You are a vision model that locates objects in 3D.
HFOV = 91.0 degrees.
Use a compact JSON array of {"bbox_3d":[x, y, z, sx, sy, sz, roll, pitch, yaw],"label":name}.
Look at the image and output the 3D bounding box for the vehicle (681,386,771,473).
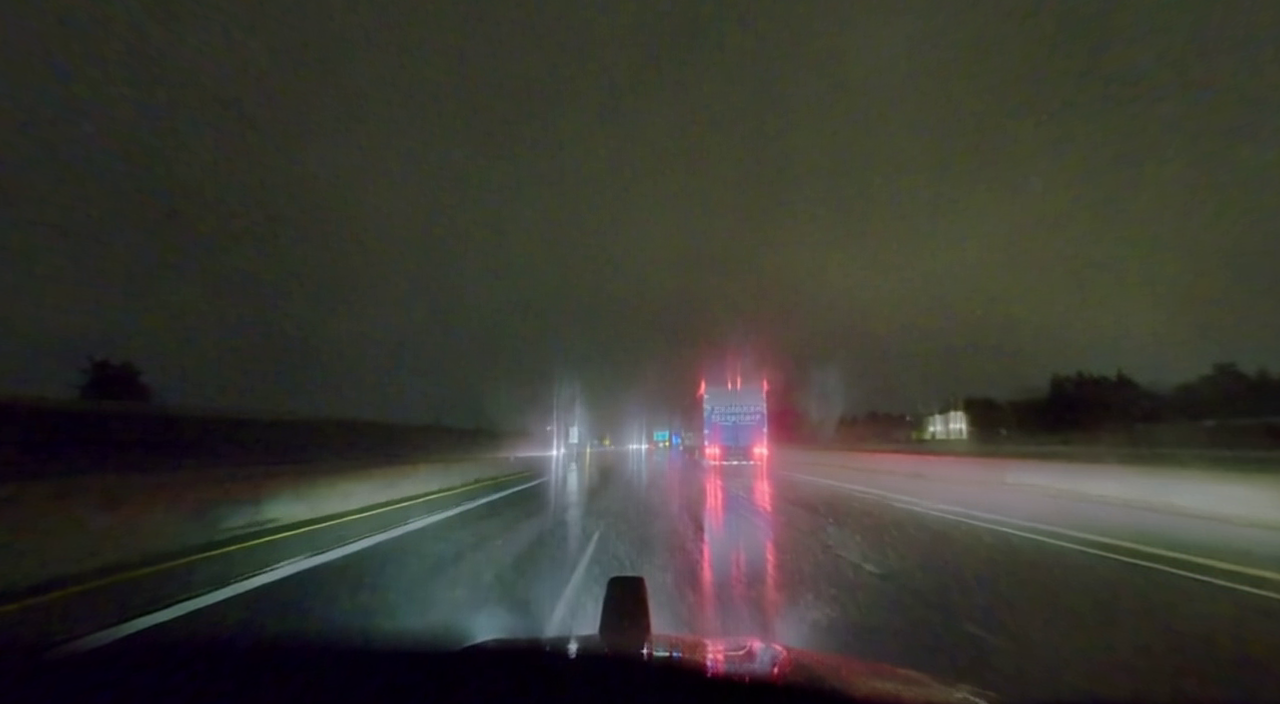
[{"bbox_3d":[4.648,4.832,38.109,3.187,4.197,15.004,0,-8,-1],"label":"vehicle"}]
